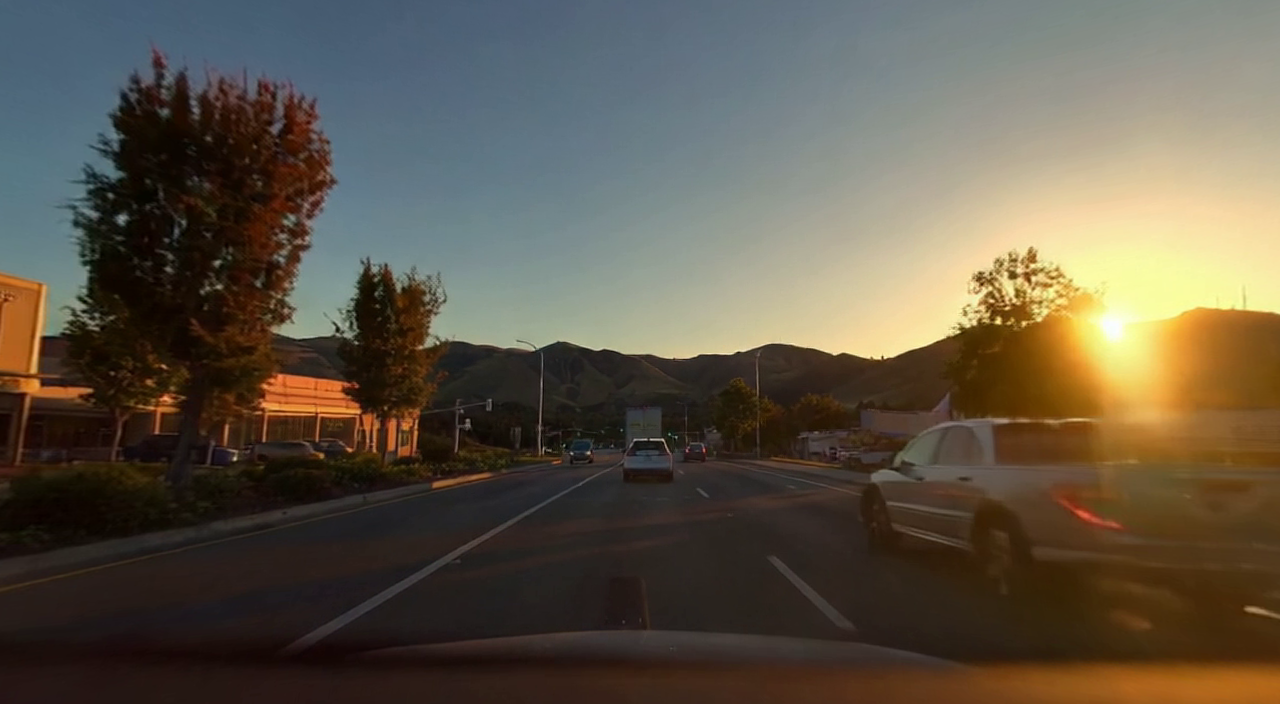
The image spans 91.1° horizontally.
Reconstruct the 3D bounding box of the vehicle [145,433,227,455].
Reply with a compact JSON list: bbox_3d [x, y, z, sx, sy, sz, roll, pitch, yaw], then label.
[{"bbox_3d":[-35.417,7.193,49.150,4.786,1.697,1.895,4,-9,-25],"label":"vehicle"}]

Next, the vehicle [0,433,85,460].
[{"bbox_3d":[-35.574,5.565,37.006,3.714,1.510,1.917,4,-9,-25],"label":"vehicle"}]

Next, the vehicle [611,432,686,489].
[{"bbox_3d":[0.246,3.445,20.301,2.193,1.651,3.946,0,-8,0],"label":"vehicle"}]

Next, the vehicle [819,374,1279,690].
[{"bbox_3d":[3.315,1.287,5.701,2.010,1.692,4.516,0,-8,0],"label":"vehicle"}]
